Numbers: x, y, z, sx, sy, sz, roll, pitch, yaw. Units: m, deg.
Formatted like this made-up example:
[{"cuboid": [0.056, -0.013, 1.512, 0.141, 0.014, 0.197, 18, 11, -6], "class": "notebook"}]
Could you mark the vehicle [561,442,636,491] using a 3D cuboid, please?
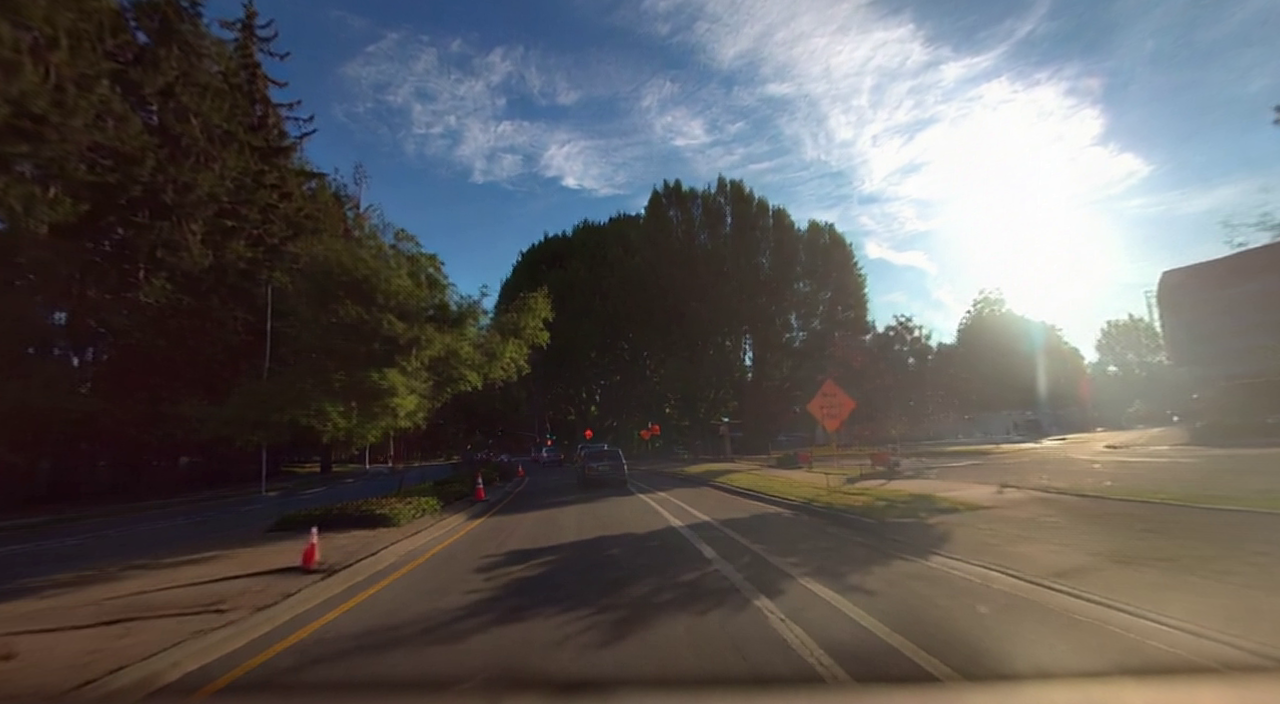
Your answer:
[{"cuboid": [-1.554, 3.905, 21.983, 2.266, 1.508, 4.430, 1, -9, -8], "class": "vehicle"}]
